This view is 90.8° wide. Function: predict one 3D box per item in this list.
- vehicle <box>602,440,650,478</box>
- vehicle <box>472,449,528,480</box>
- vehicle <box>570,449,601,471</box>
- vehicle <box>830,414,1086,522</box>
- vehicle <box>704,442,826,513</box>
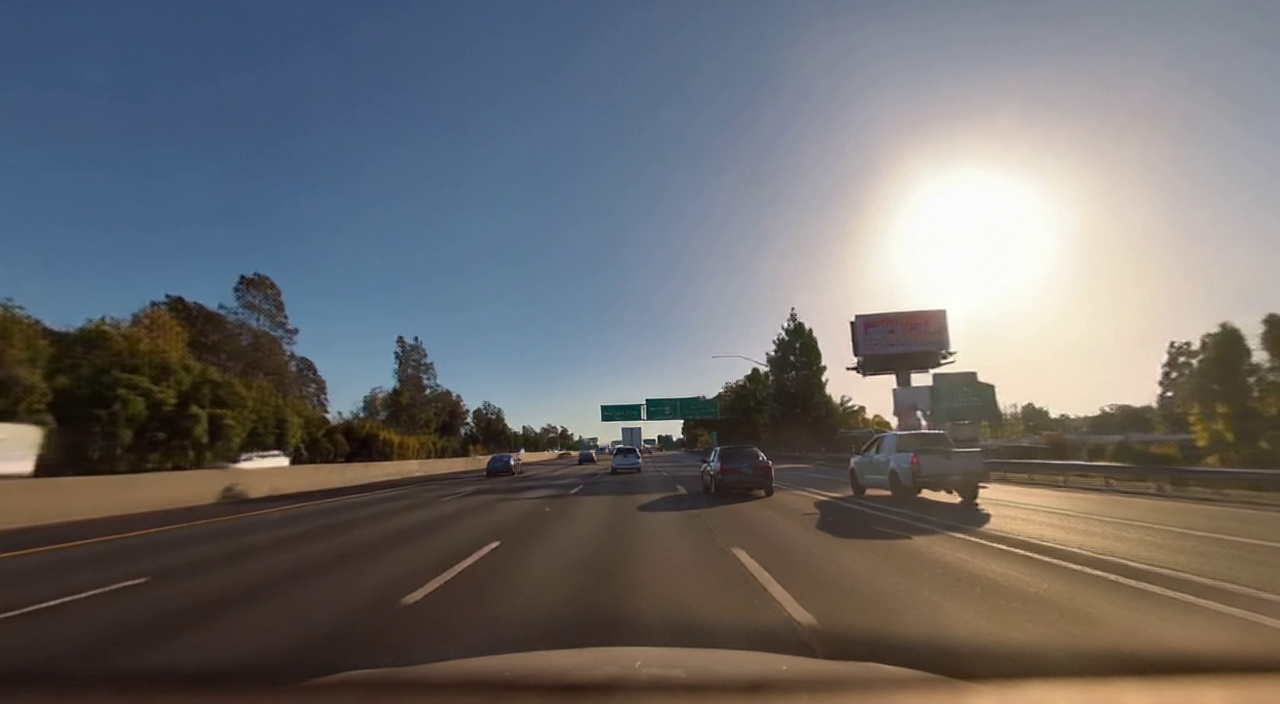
[{"bbox_3d":[-0.693,5.535,32.890,2.323,1.805,4.729,0,-9,0],"label":"vehicle"},{"bbox_3d":[-7.188,5.810,32.861,1.920,1.482,4.385,0,-8,0],"label":"vehicle"},{"bbox_3d":[-4.036,8.044,47.294,1.935,1.487,4.076,0,-8,0],"label":"vehicle"},{"bbox_3d":[6.574,2.508,14.278,2.635,1.919,5.907,0,-8,-1],"label":"vehicle"},{"bbox_3d":[2.848,2.958,15.455,2.011,1.462,4.286,0,-8,-1],"label":"vehicle"}]
